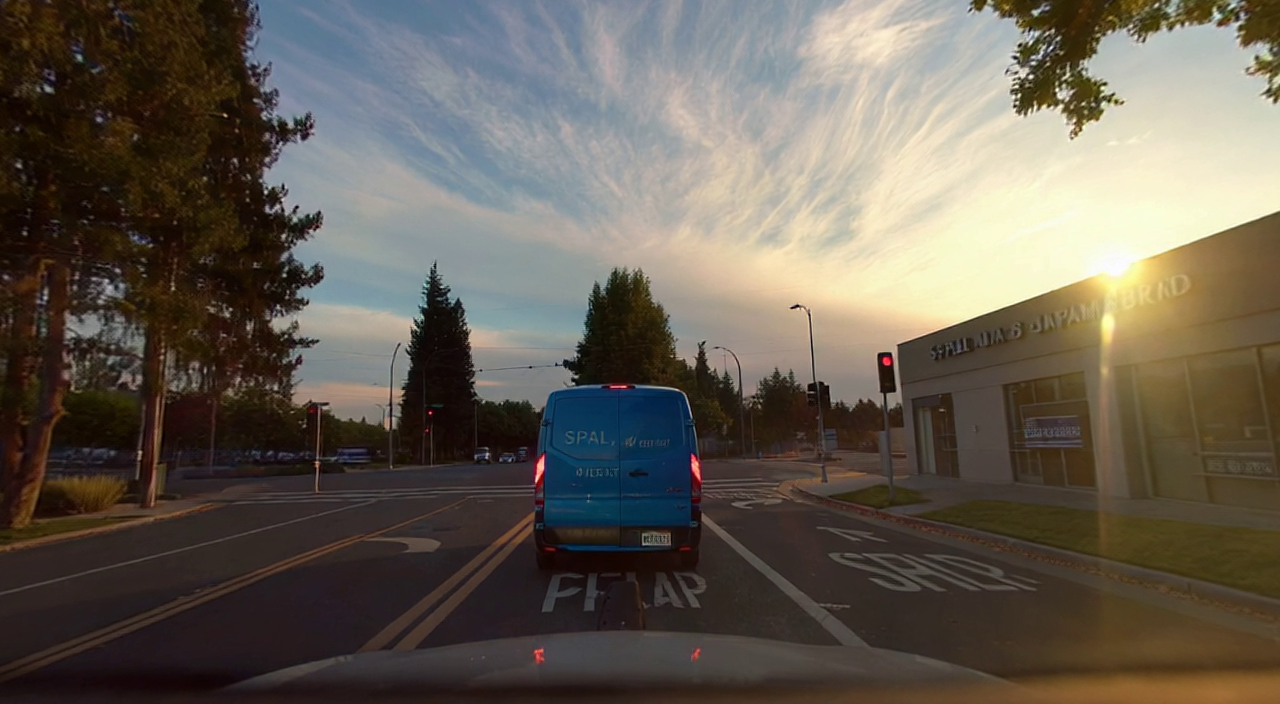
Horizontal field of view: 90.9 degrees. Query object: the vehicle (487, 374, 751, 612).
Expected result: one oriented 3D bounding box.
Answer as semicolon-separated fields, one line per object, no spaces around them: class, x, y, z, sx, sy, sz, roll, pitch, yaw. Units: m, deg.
vehicle;-0.296;1.466;7.290;2.181;1.949;3.932;1;-9;-4
